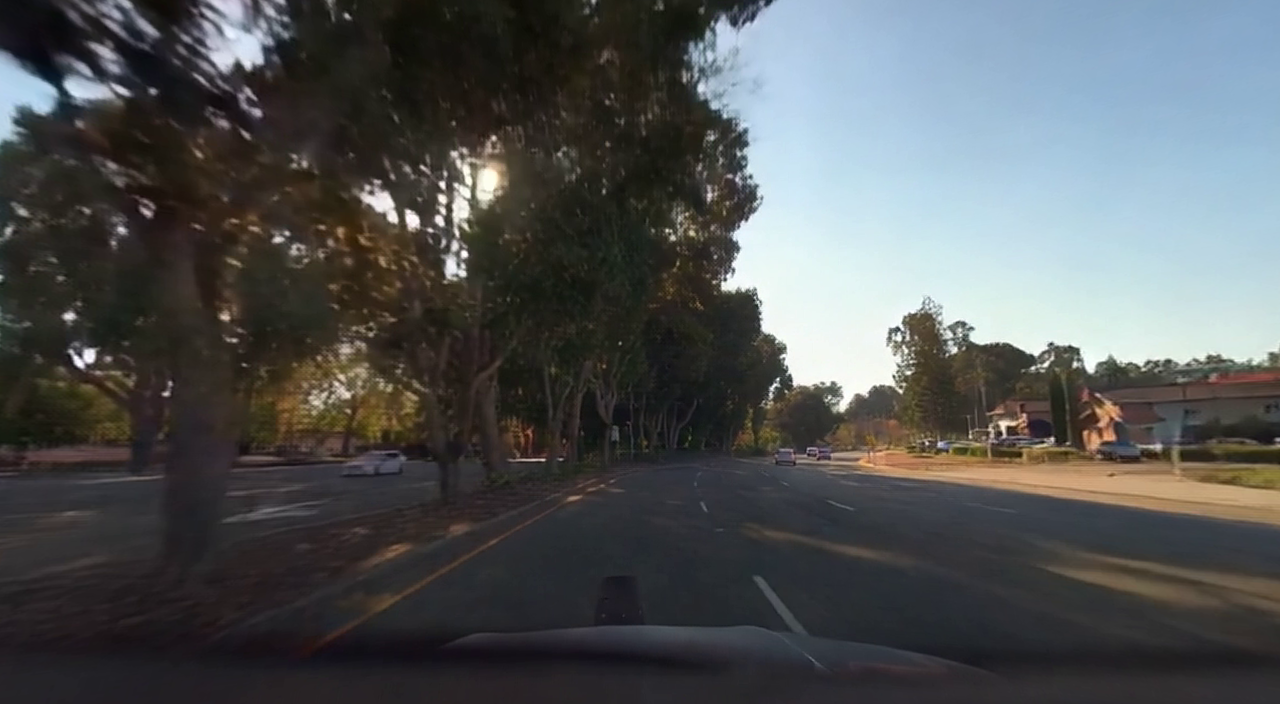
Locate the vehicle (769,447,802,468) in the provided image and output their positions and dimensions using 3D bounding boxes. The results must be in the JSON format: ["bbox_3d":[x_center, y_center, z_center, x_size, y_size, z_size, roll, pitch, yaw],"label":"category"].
[{"bbox_3d":[10.887,7.891,47.466,1.988,1.460,3.996,-1,-9,7],"label":"vehicle"}]

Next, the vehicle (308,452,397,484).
[{"bbox_3d":[-14.564,5.858,32.331,1.943,1.469,4.537,-1,-9,7],"label":"vehicle"}]
